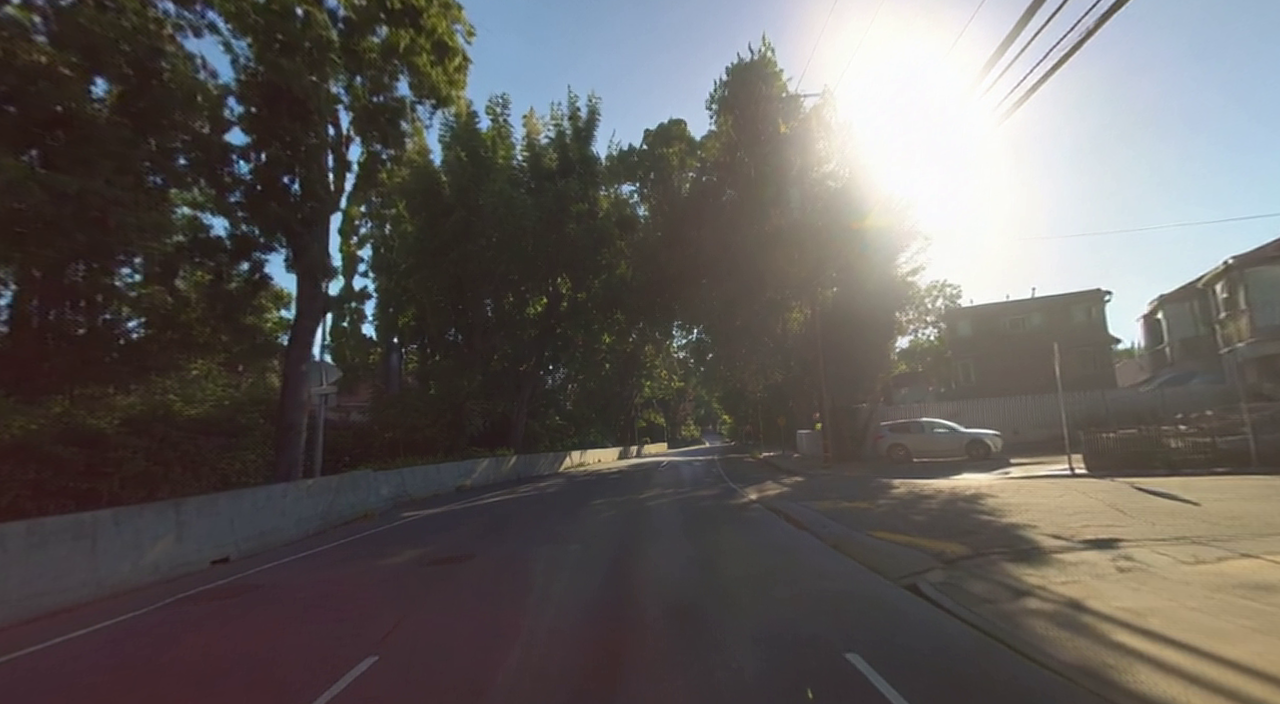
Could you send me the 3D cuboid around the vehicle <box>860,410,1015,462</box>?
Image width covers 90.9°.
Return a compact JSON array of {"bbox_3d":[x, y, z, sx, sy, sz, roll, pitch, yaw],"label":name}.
[{"bbox_3d":[10.617,3.072,22.839,4.614,1.764,1.860,-1,-8,6],"label":"vehicle"}]
